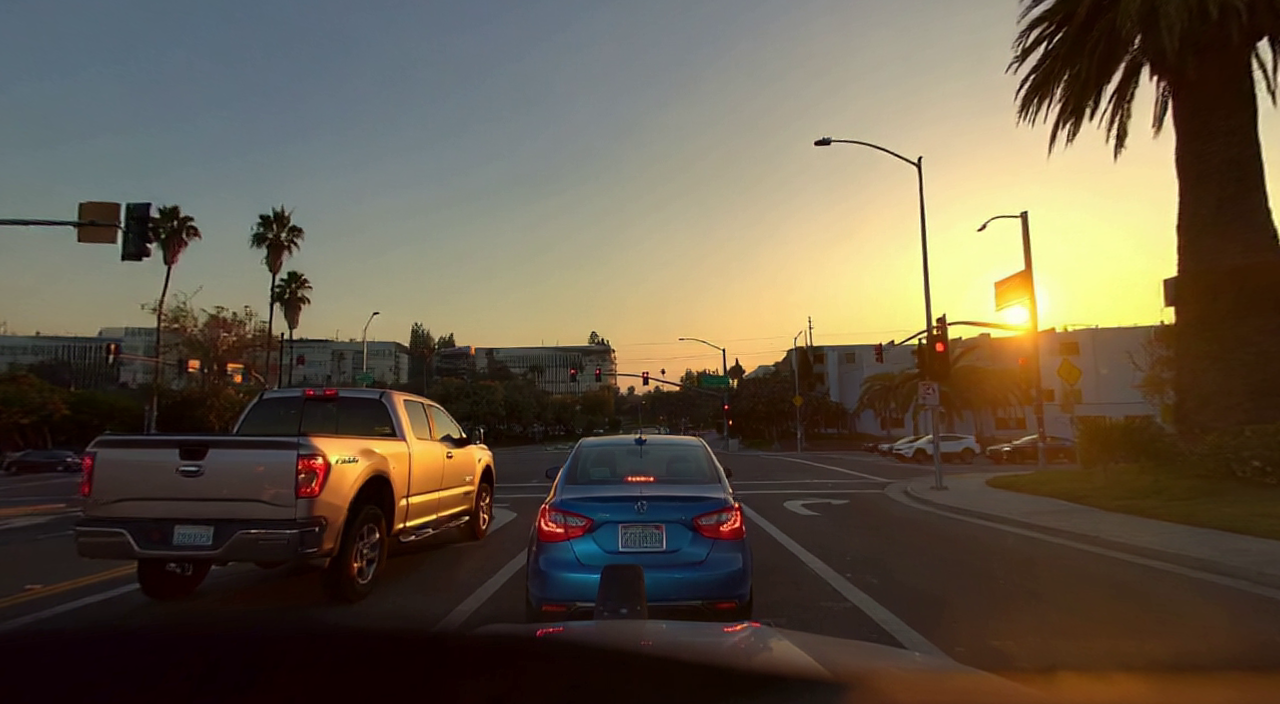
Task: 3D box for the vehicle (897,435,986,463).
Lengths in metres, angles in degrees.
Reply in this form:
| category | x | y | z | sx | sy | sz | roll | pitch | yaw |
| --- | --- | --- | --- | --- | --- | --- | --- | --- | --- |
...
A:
| category | x | y | z | sx | sy | sz | roll | pitch | yaw |
| --- | --- | --- | --- | --- | --- | --- | --- | --- | --- |
| vehicle | 18.808 | 6.071 | 39.303 | 4.466 | 1.717 | 1.963 | 0 | -9 | 2 |

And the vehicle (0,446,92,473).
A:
| category | x | y | z | sx | sy | sz | roll | pitch | yaw |
| --- | --- | --- | --- | --- | --- | --- | --- | --- | --- |
| vehicle | -37.103 | 6.640 | 38.863 | 4.576 | 1.617 | 1.937 | 0 | -8 | 2 |

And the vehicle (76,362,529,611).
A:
| category | x | y | z | sx | sy | sz | roll | pitch | yaw |
| --- | --- | --- | --- | --- | --- | --- | --- | --- | --- |
| vehicle | -3.228 | 1.481 | 7.914 | 2.330 | 1.969 | 5.626 | -1 | -8 | 3 |

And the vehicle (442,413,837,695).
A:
| category | x | y | z | sx | sy | sz | roll | pitch | yaw |
| --- | --- | --- | --- | --- | --- | --- | --- | --- | --- |
| vehicle | 0.032 | 1.397 | 5.534 | 2.122 | 1.501 | 4.152 | 0 | -8 | 1 |
